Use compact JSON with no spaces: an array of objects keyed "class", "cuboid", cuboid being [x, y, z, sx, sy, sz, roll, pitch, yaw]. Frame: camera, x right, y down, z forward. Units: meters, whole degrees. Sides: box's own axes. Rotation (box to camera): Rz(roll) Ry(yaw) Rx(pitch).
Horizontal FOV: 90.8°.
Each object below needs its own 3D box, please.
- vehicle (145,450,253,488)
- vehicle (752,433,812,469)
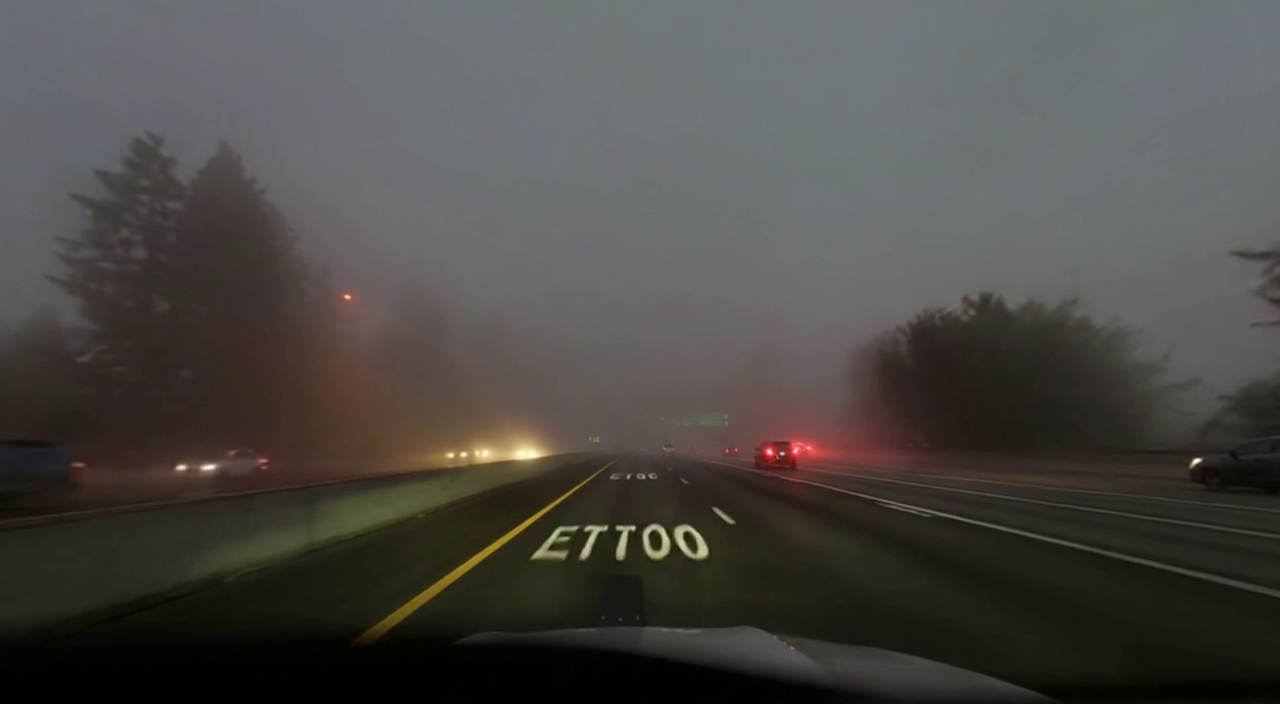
[{"class":"vehicle","cuboid":[-20.986,5.536,30.369,1.879,1.647,4.631,0,-9,-1]},{"class":"vehicle","cuboid":[7.670,5.407,34.587,2.098,1.820,4.505,0,-9,-2]}]
